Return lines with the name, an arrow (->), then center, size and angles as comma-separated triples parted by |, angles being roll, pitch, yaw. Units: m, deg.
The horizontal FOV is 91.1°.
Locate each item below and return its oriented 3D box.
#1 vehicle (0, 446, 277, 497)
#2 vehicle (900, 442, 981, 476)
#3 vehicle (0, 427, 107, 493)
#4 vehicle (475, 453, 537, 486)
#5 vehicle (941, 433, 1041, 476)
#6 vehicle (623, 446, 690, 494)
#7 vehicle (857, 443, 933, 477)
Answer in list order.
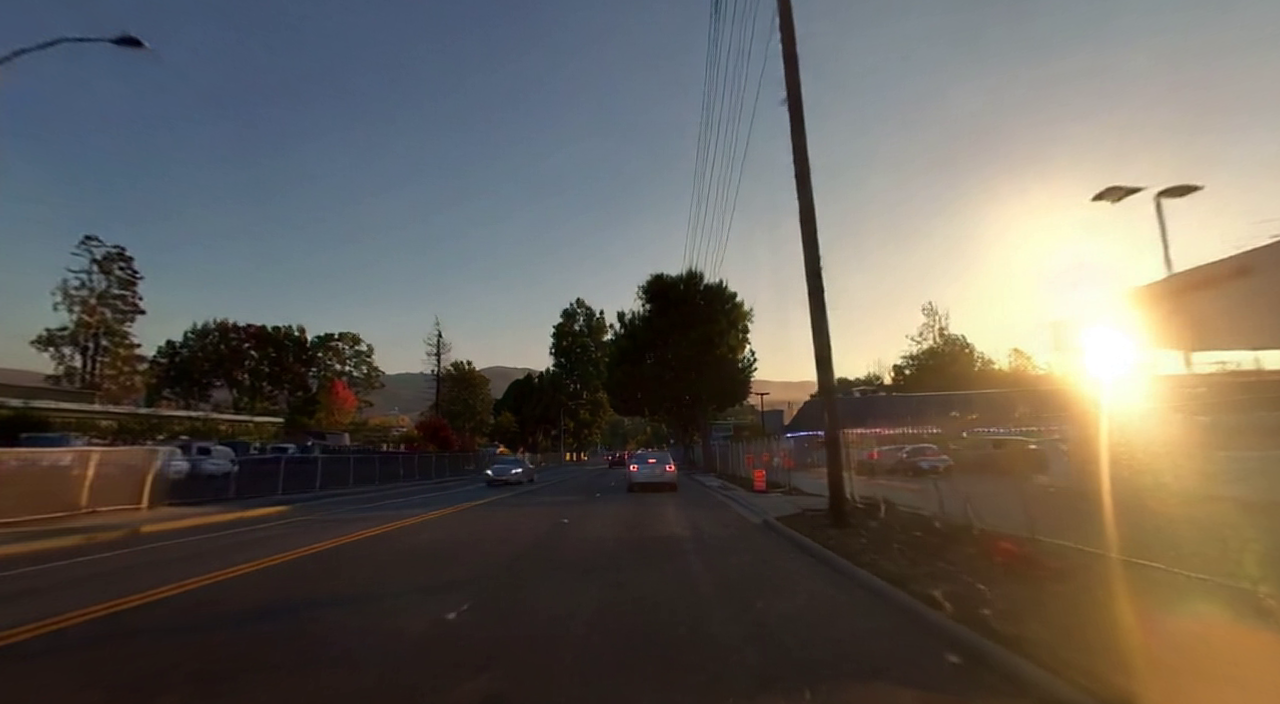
vehicle -> -27.518, 6.663, 36.331 | 2.951, 2.274, 15.187 | -1, -9, 5
vehicle -> 14.419, 5.149, 30.409 | 1.897, 1.511, 4.250 | 0, -9, 2
vehicle -> -31.636, 5.426, 31.804 | 2.945, 3.103, 6.716 | -1, -8, 5
vehicle -> -6.589, 5.815, 31.343 | 2.034, 1.499, 4.236 | 0, -9, 2
vehicle -> 16.390, 4.800, 29.629 | 2.101, 1.825, 4.700 | 0, -9, 2
vehicle -> 0.519, 4.075, 22.057 | 2.144, 1.514, 4.063 | 0, -9, 0
vehicle -> 12.120, 5.161, 30.208 | 1.970, 1.501, 4.514 | -1, -9, 3
